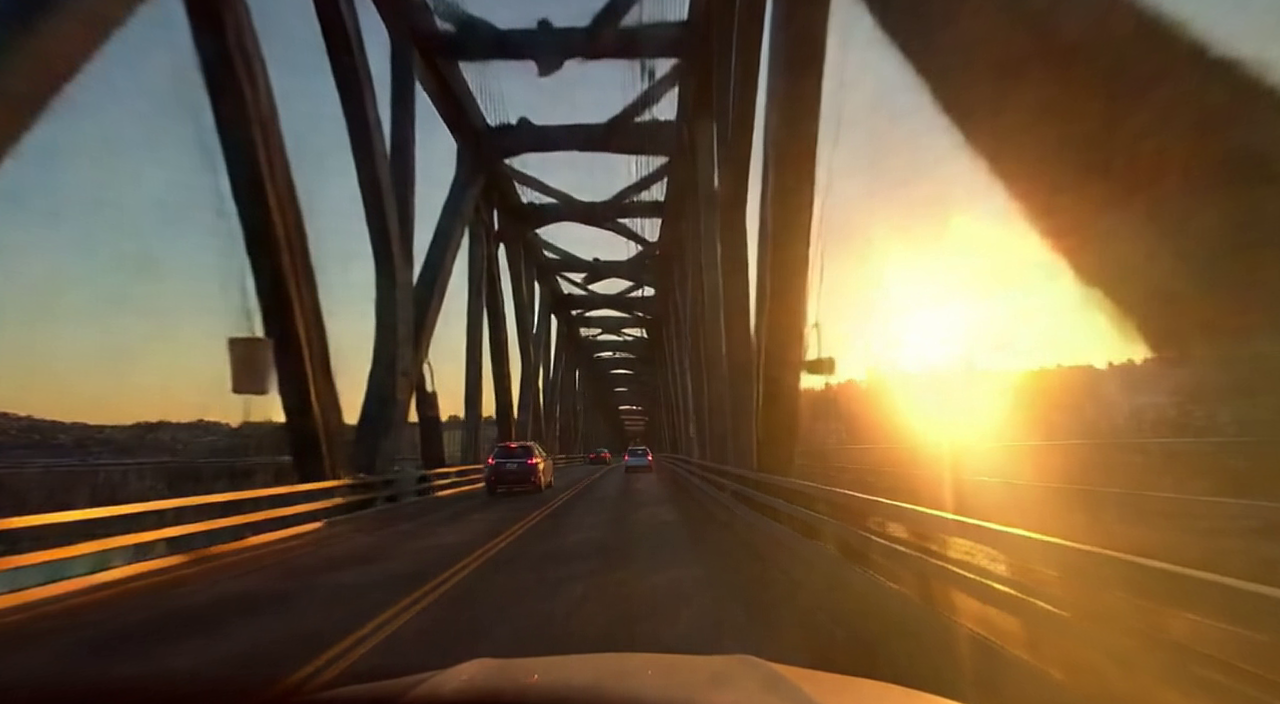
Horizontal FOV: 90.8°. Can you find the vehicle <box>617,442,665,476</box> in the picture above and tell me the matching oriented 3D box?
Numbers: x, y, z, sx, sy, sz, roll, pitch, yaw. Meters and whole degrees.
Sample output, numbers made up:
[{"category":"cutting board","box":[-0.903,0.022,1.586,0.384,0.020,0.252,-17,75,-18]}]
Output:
[{"category":"vehicle","box":[0.008,4.881,29.082,2.048,1.450,3.973,0,-8,-1]}]

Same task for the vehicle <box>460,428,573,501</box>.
[{"category":"vehicle","box":[-3.317,3.153,18.129,2.190,1.807,4.741,0,-8,1]}]
